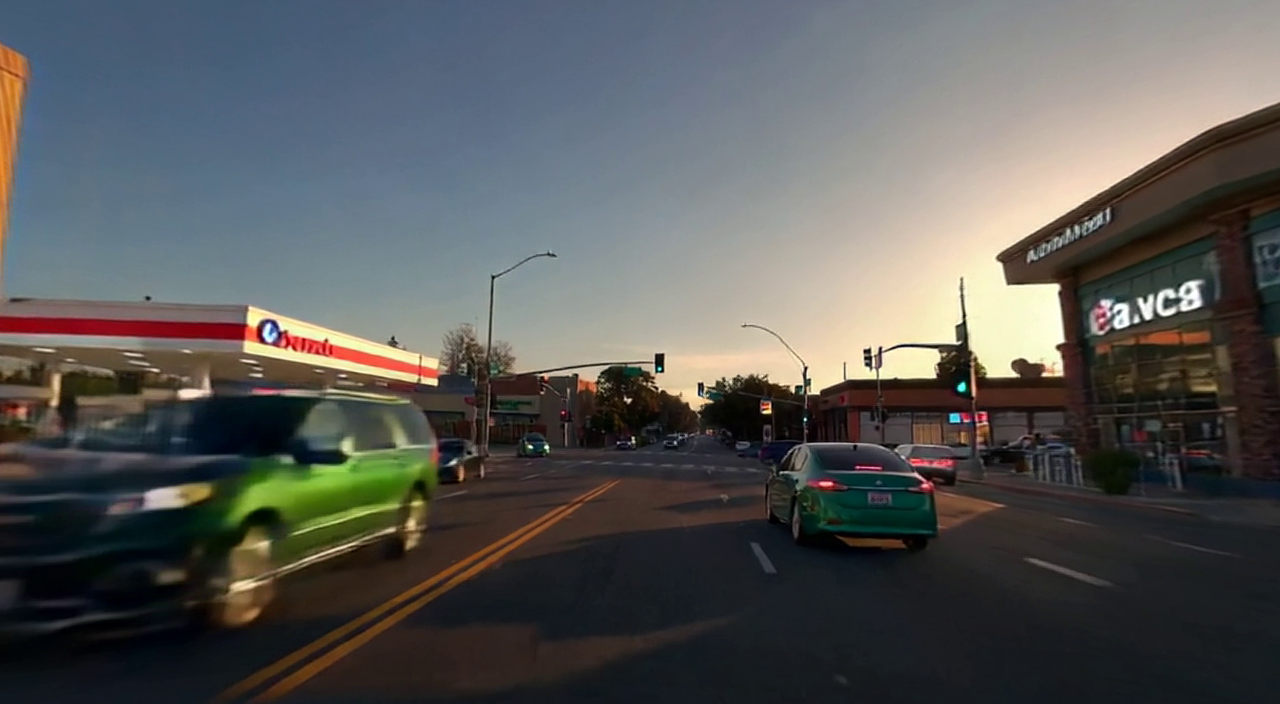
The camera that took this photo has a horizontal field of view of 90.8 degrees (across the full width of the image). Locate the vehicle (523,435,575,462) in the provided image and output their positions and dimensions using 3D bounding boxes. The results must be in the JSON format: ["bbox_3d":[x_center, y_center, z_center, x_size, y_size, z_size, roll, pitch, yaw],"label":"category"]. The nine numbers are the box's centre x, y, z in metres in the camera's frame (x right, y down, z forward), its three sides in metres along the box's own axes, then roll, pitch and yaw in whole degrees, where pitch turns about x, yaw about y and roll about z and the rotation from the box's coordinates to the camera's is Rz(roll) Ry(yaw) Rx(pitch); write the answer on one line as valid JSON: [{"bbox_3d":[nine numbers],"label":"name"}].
[{"bbox_3d":[-6.387,6.679,43.847,2.196,1.696,4.484,4,-9,-27],"label":"vehicle"}]

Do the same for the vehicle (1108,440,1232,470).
[{"bbox_3d":[27.195,5.289,32.618,4.510,1.483,1.774,-4,-9,24],"label":"vehicle"}]

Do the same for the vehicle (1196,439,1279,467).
[{"bbox_3d":[36.716,6.044,37.851,4.568,1.643,1.911,-3,-9,18],"label":"vehicle"}]

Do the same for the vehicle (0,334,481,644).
[{"bbox_3d":[-3.645,1.227,6.655,2.334,1.966,5.056,-1,-8,3],"label":"vehicle"}]

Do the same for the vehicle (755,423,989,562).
[{"bbox_3d":[2.984,1.886,9.299,1.995,1.525,4.392,-1,-8,3],"label":"vehicle"}]

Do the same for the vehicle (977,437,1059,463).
[{"bbox_3d":[25.595,6.631,42.964,4.562,1.676,1.819,-5,-10,29],"label":"vehicle"}]
